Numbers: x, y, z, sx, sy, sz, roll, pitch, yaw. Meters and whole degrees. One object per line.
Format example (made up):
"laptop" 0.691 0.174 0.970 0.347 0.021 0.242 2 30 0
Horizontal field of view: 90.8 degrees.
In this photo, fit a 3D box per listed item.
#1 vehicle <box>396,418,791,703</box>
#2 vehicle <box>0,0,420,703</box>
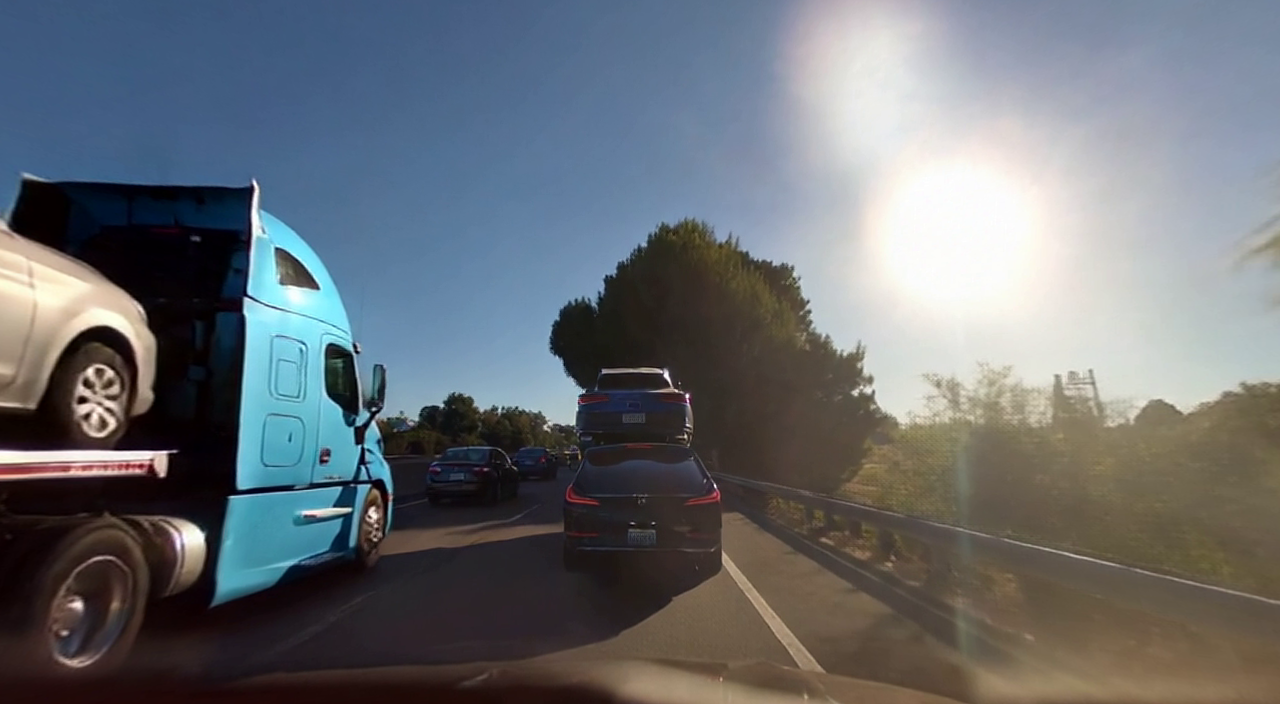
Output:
"vehicle" -0.273 1.363 4.961 1.991 1.507 3.391 0 -9 -1
"vehicle" -4.584 0.348 5.822 2.963 3.836 6.016 0 -9 -1
